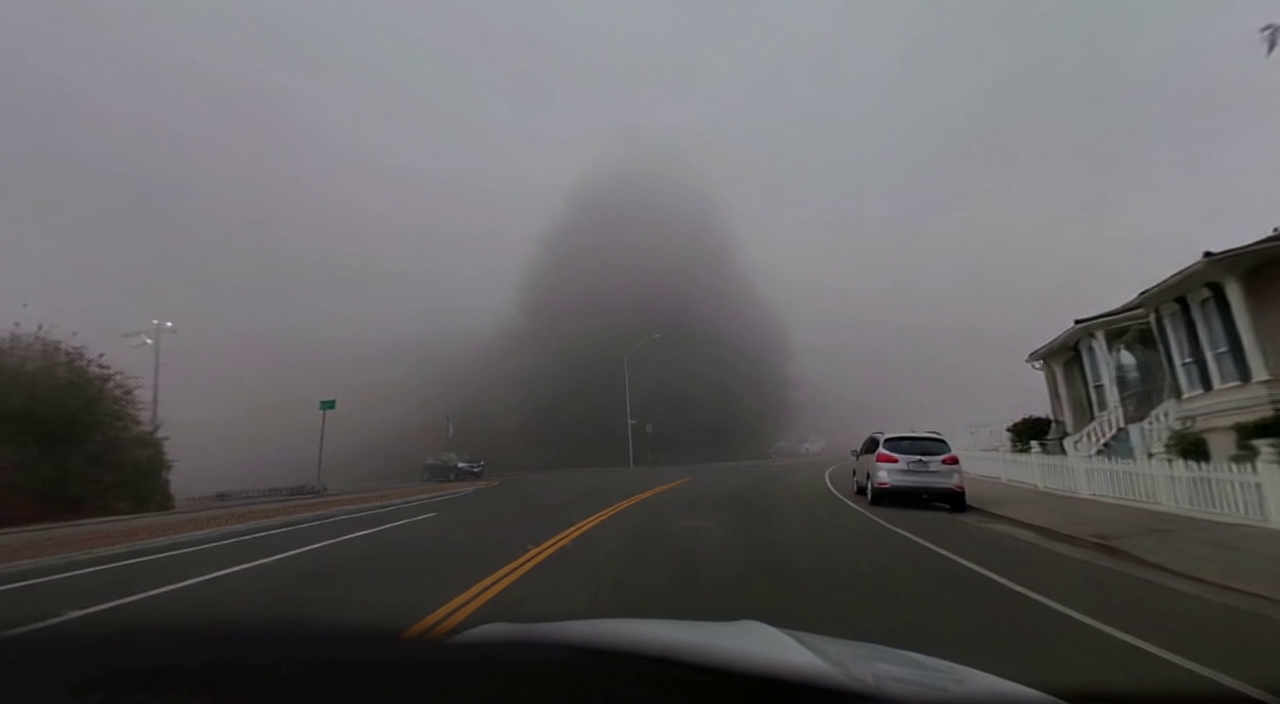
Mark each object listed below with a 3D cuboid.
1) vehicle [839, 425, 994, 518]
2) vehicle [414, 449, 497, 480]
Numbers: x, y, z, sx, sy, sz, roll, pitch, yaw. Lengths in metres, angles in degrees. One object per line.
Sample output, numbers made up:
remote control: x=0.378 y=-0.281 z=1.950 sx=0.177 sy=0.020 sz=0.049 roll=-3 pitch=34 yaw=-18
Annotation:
vehicle: x=5.905 y=2.577 z=14.148 sx=2.105 sy=1.705 sz=4.392 roll=-1 pitch=-9 yaw=10
vehicle: x=-10.501 y=6.371 z=36.003 sx=4.270 sy=1.683 sz=1.984 roll=-4 pitch=-10 yaw=26
